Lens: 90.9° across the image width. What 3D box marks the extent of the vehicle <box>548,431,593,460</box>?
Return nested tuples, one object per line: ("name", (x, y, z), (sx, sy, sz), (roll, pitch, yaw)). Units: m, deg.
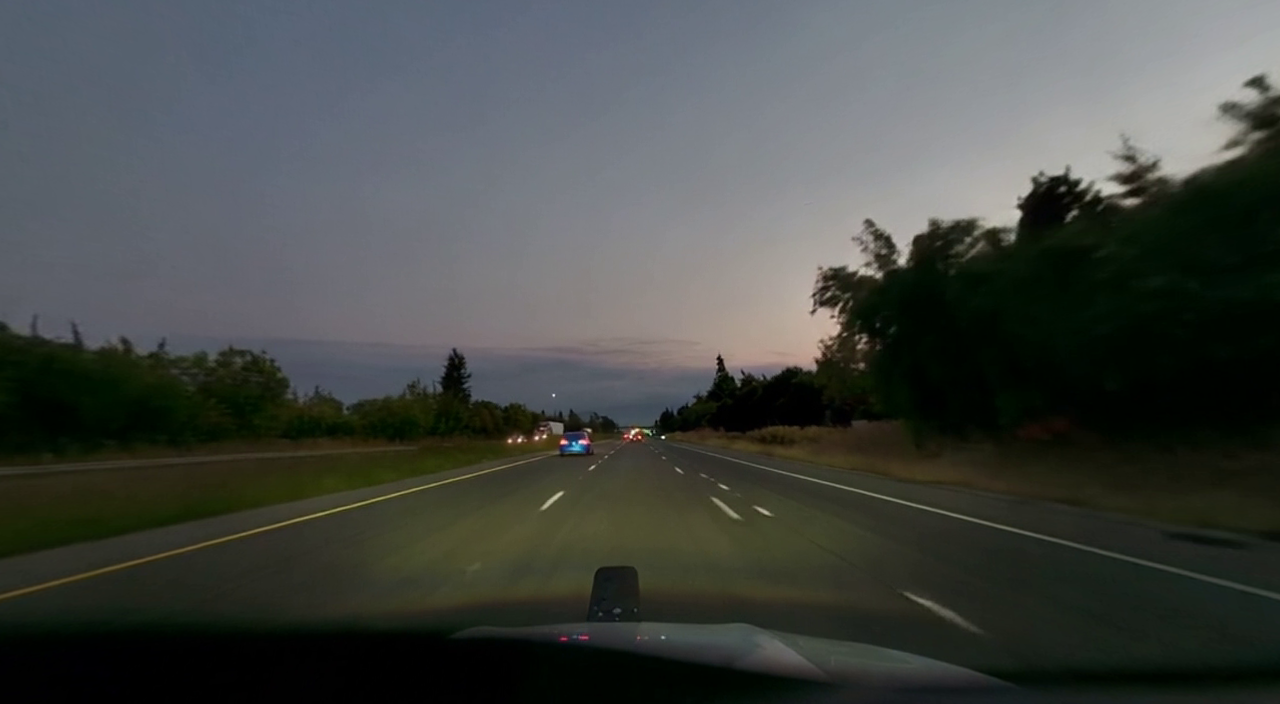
("vehicle", (-3.768, 5.147, 34.715), (2.085, 1.479, 3.846), (0, -8, -1))
